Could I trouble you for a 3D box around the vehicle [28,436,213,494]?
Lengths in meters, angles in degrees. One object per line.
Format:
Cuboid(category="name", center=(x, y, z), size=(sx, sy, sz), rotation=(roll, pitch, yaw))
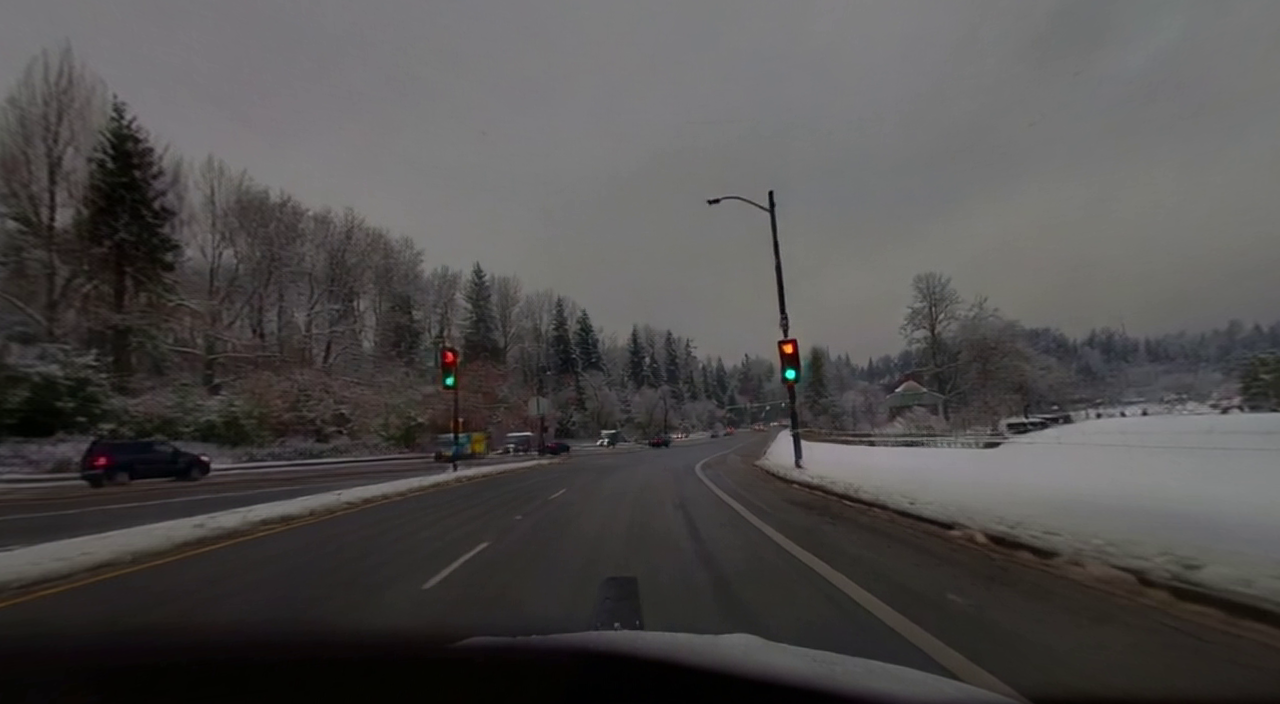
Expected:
Cuboid(category="vehicle", center=(-20.348, 4.400, 25.043), size=(2.368, 2.012, 5.021), rotation=(-3, -9, 19))
